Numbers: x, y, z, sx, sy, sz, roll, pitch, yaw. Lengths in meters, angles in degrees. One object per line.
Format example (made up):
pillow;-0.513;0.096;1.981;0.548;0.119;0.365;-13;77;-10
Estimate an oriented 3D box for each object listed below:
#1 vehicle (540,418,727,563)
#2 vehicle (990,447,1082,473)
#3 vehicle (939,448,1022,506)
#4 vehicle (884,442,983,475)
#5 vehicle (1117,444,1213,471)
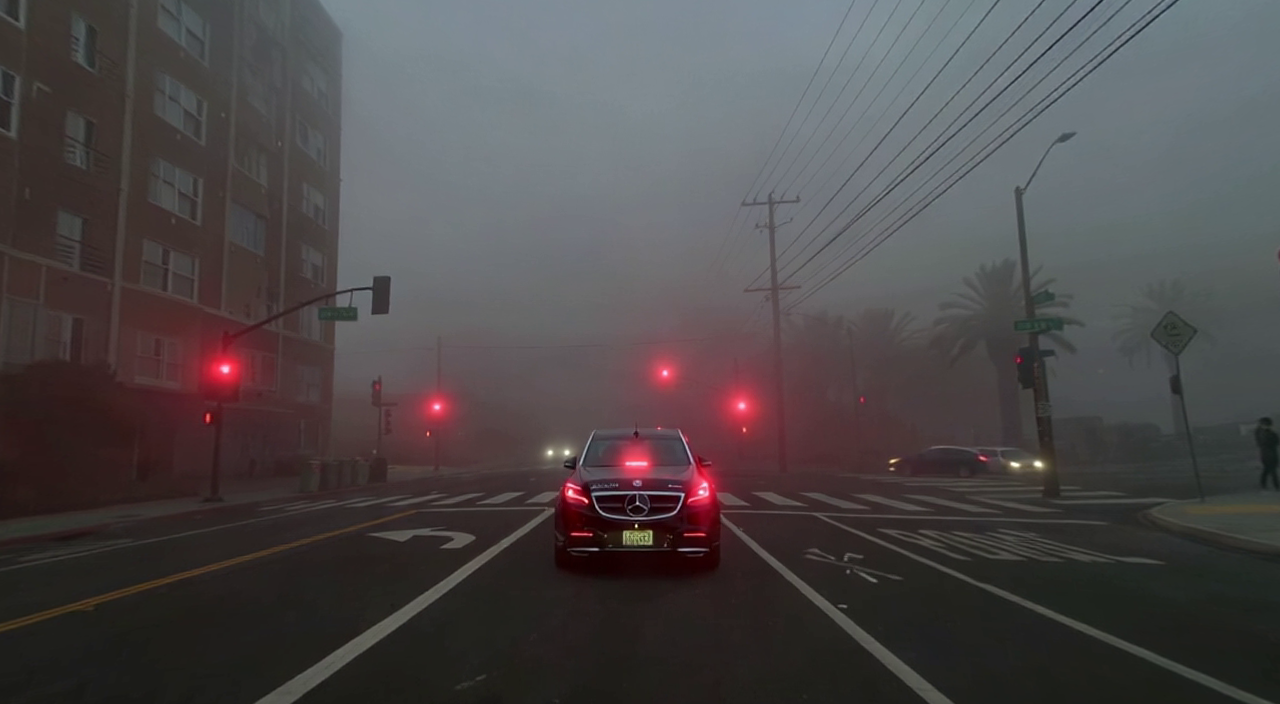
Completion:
vehicle;-0.082;1.873;9.220;2.144;1.643;3.770;0;-8;0
vehicle;24.220;6.603;38.693;4.417;1.462;1.761;0;-8;-1
vehicle;10.942;3.878;20.188;2.004;1.593;4.118;-5;-10;30
vehicle;16.160;5.879;34.988;4.494;1.704;1.976;-1;-9;7
vehicle;32.148;6.462;38.771;4.234;1.613;1.812;0;-8;-1
